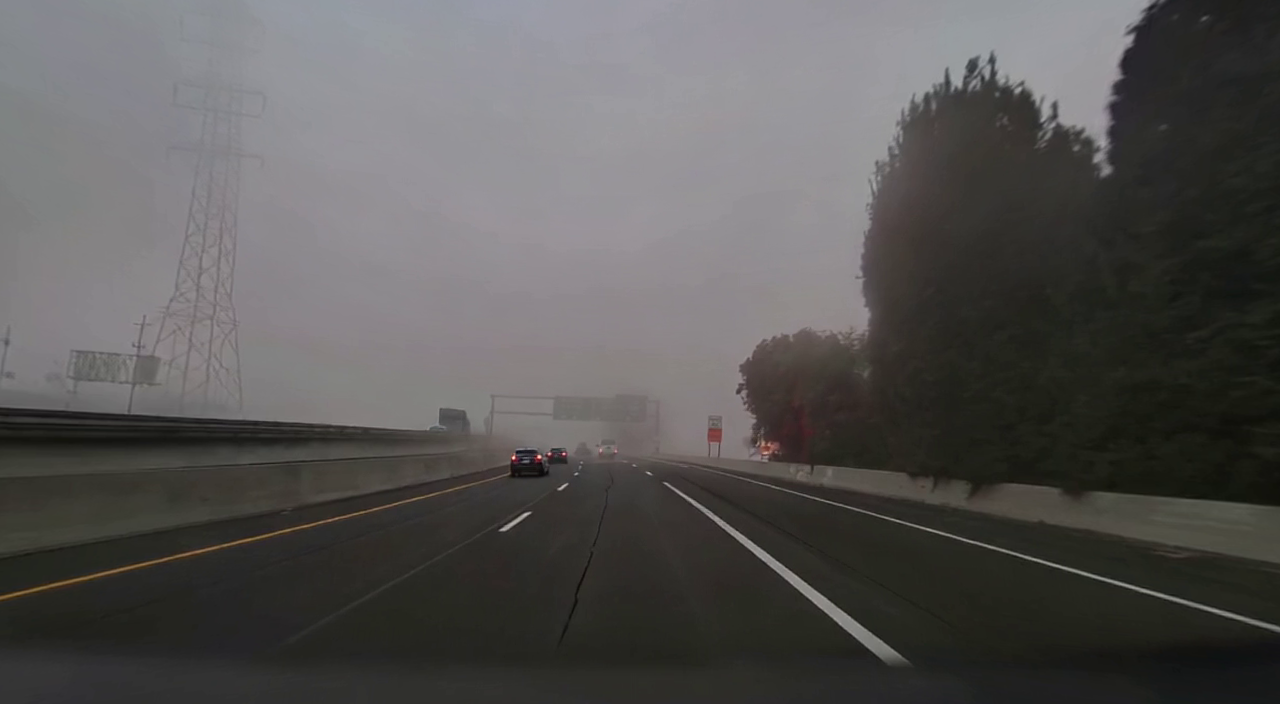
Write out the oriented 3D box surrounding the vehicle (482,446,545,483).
[{"bbox_3d":[-5.265,4.734,26.868,1.921,1.420,4.078,0,-9,-1],"label":"vehicle"}]
